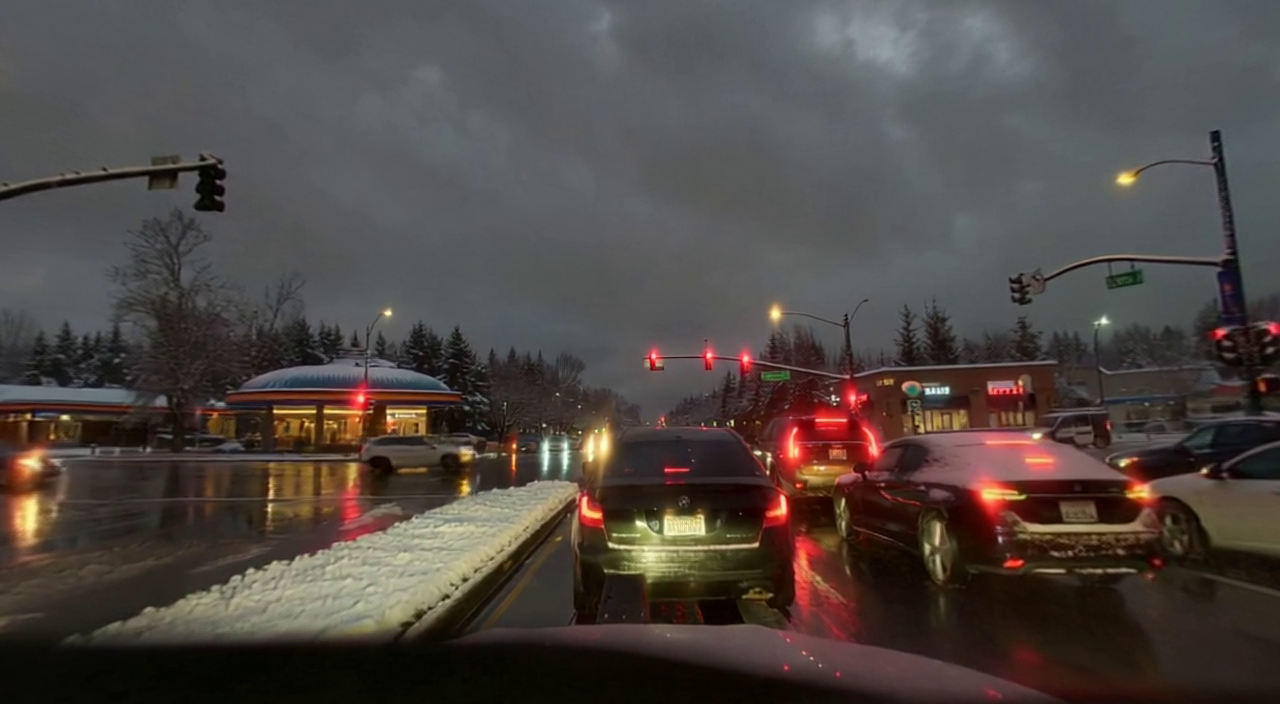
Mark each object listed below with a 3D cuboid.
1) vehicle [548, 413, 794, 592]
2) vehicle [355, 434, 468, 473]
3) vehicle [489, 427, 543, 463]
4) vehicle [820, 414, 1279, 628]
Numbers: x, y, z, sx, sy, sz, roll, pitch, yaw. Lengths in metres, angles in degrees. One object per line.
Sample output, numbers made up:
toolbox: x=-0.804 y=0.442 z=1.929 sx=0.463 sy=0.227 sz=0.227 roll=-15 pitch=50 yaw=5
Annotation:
vehicle: x=0.222 y=1.552 z=7.326 sx=2.073 sy=1.496 sz=3.892 roll=0 pitch=-8 yaw=-1
vehicle: x=-10.779 y=4.801 z=30.010 sx=4.833 sy=1.701 sz=2.077 roll=3 pitch=-9 yaw=-19
vehicle: x=-8.760 y=6.582 z=45.170 sx=2.710 sy=2.022 sz=5.889 roll=-2 pitch=-4 yaw=0
vehicle: x=3.523 y=1.509 z=6.707 sx=1.883 sy=1.480 sz=4.489 roll=0 pitch=-8 yaw=0
